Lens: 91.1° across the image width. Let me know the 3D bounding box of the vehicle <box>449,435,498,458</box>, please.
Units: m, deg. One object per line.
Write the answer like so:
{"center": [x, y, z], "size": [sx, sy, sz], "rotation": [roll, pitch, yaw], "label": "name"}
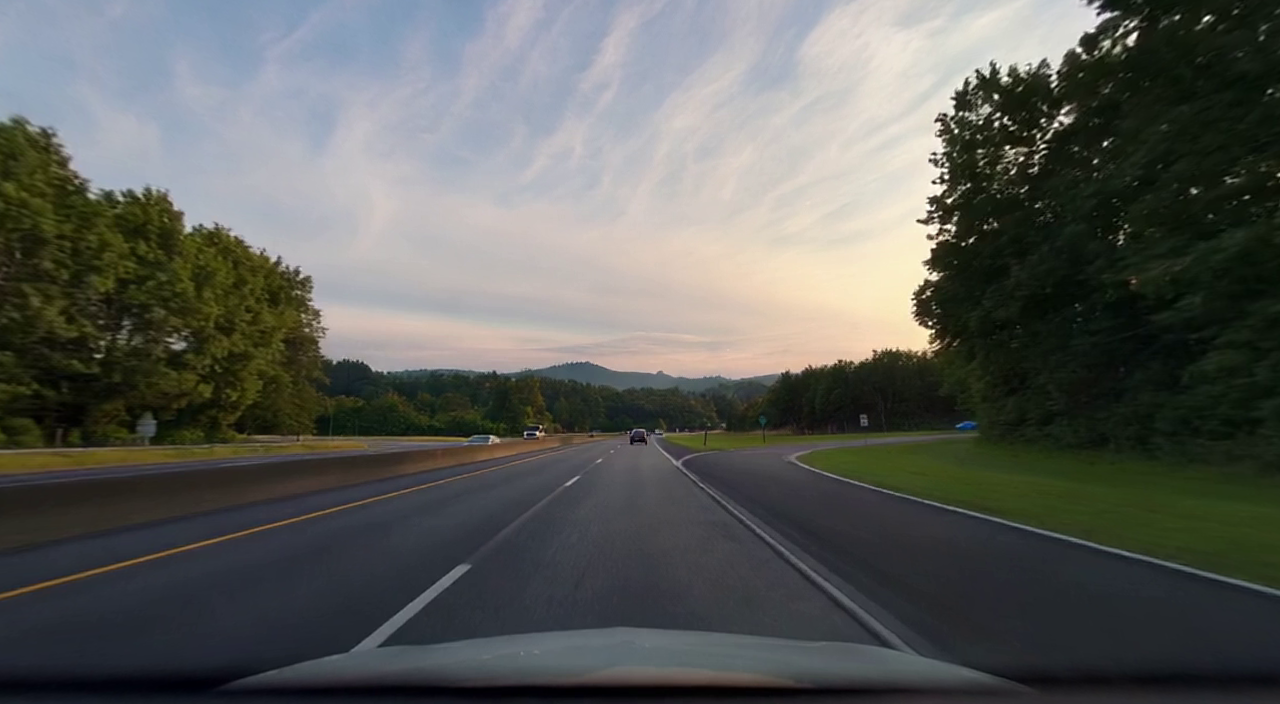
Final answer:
{"center": [-10.720, 6.093, 40.851], "size": [1.832, 1.366, 4.633], "rotation": [0, -8, 1], "label": "vehicle"}
